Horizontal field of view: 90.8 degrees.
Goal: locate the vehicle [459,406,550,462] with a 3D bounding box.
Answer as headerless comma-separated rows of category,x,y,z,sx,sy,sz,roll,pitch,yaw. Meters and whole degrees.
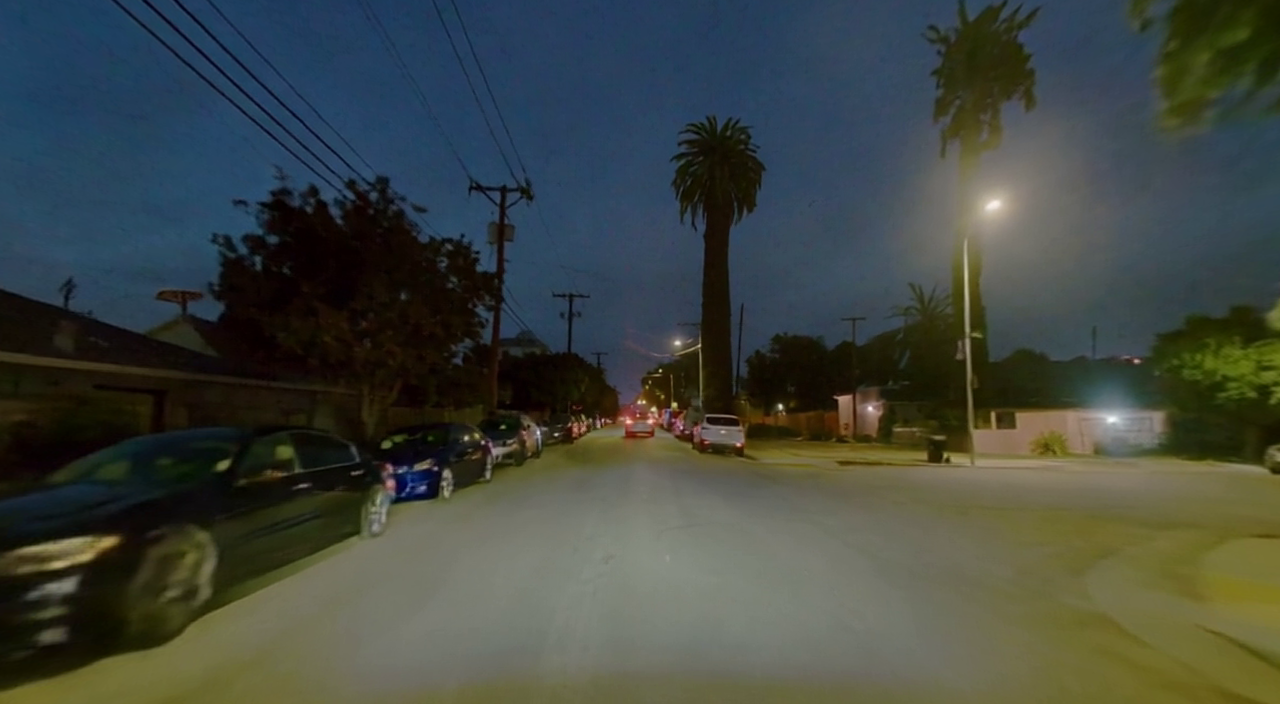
vehicle,-4.137,2.646,20.200,1.769,1.551,5.040,0,-8,0

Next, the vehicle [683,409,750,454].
vehicle,2.953,3.238,25.418,2.060,1.614,4.652,0,-8,-1

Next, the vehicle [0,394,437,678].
vehicle,-4.101,1.379,6.273,2.157,1.487,5.718,-1,-8,2

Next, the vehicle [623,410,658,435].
vehicle,0.024,4.602,40.681,2.081,1.483,4.599,0,-8,0

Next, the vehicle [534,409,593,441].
vehicle,-3.909,3.913,33.227,2.130,1.543,5.386,-1,-8,3
